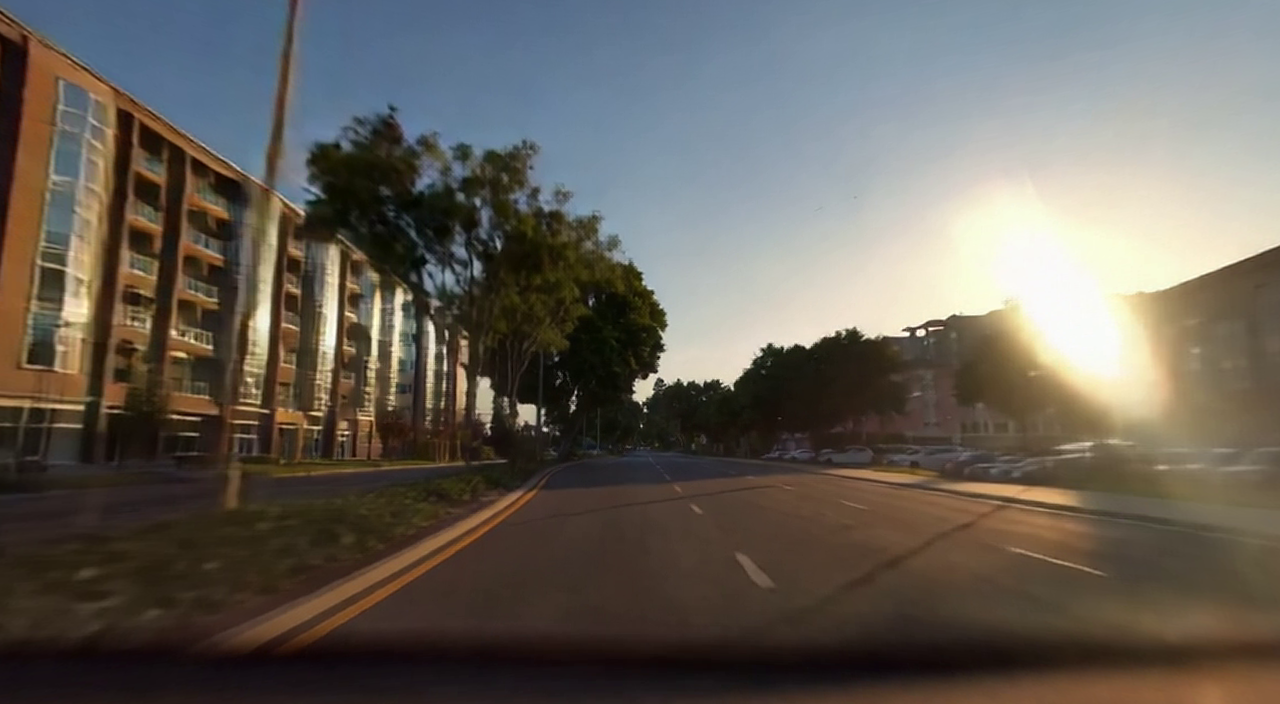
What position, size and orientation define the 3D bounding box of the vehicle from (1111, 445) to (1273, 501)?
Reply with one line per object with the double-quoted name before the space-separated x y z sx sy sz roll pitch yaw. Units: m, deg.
"vehicle" 16.439 3.525 18.818 4.244 1.461 2.105 4 -10 -28
